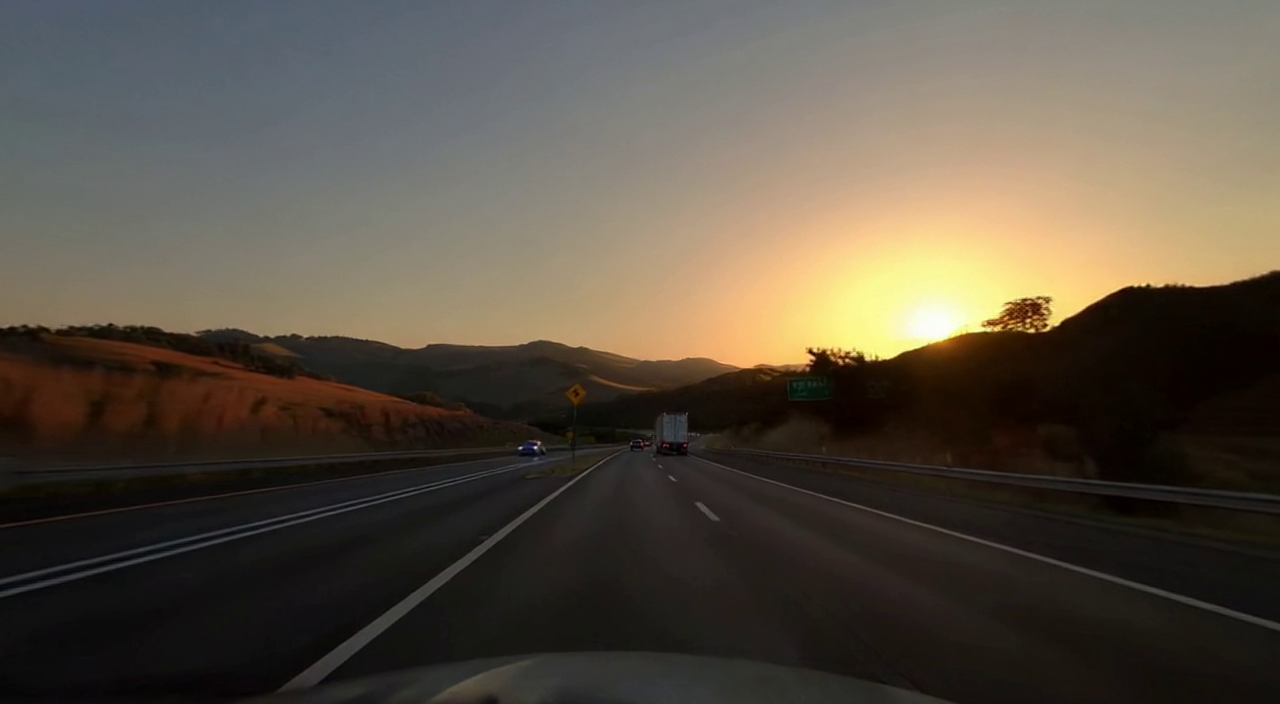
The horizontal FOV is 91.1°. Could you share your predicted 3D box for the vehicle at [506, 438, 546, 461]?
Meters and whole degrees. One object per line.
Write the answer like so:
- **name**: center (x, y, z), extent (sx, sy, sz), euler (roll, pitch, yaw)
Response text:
- **vehicle**: center (-8.099, 6.950, 45.030), extent (1.932, 1.500, 4.449), euler (0, -8, 0)
